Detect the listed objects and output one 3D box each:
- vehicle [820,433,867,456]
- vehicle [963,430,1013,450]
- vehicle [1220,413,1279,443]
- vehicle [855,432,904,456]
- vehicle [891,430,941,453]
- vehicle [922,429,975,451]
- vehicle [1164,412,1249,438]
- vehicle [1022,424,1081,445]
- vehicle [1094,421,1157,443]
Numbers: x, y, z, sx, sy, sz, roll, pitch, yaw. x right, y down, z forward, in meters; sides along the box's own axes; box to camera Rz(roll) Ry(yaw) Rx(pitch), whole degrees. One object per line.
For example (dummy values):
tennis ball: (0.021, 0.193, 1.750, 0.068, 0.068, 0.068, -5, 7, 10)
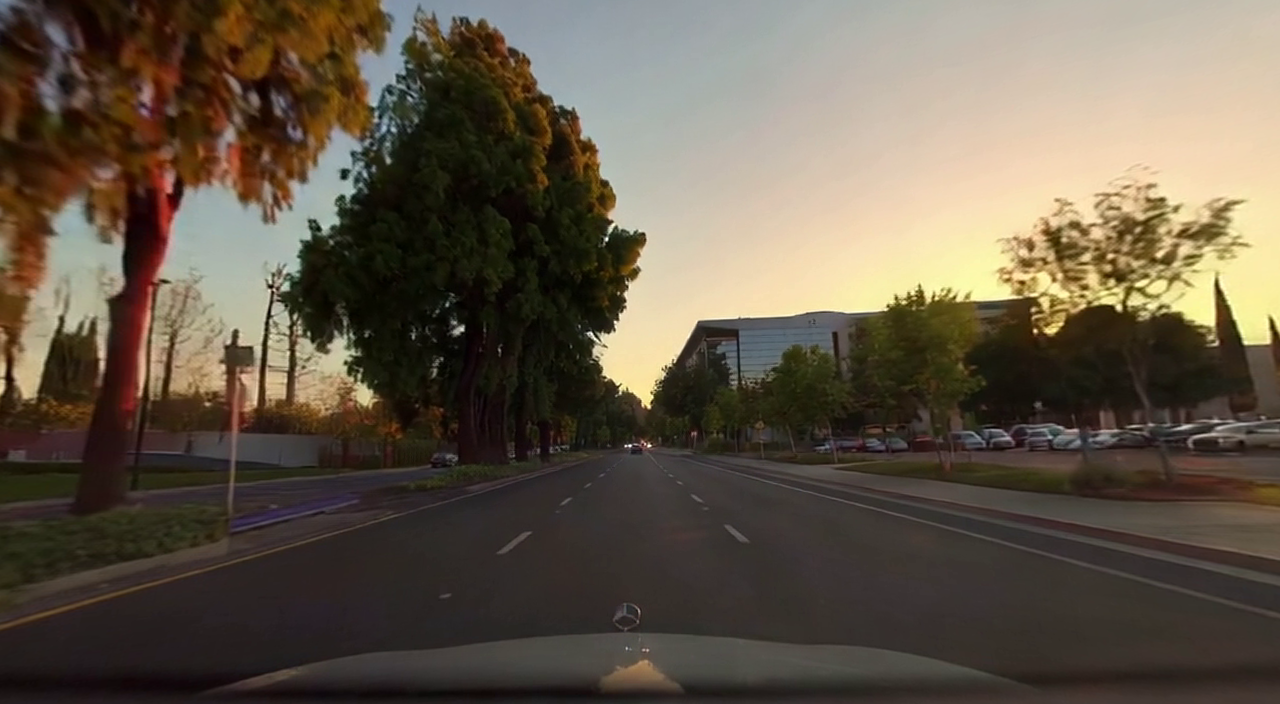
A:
vehicle: (15.292, 6.994, 47.667, 1.946, 1.633, 4.367, -1, -8, -2)
vehicle: (25.901, 6.602, 47.109, 1.719, 1.431, 3.666, -1, -9, 2)
vehicle: (34.229, 4.096, 33.849, 1.850, 1.490, 4.701, -1, -9, 2)
vehicle: (17.855, 6.892, 47.295, 1.907, 1.601, 4.253, -3, -9, 0)
vehicle: (20.529, 6.710, 47.169, 1.914, 1.585, 4.157, -1, -8, 1)
vehicle: (23.215, 6.676, 47.719, 1.954, 1.583, 4.269, -1, -8, 2)
vehicle: (42.303, 5.495, 47.329, 1.865, 1.737, 4.703, 0, -9, -1)
vehicle: (31.277, 6.325, 48.173, 1.862, 1.537, 4.113, -1, -9, 2)
vehicle: (36.746, 6.105, 47.922, 1.766, 1.510, 3.703, 0, -9, -2)
